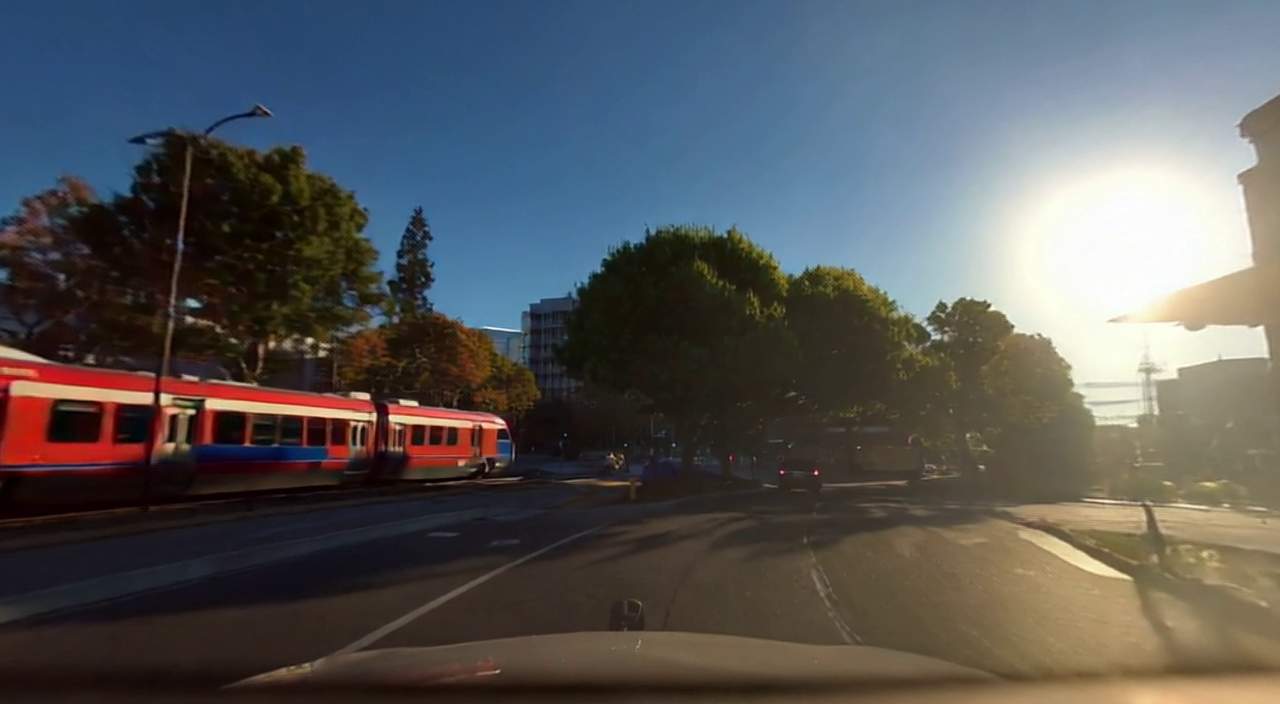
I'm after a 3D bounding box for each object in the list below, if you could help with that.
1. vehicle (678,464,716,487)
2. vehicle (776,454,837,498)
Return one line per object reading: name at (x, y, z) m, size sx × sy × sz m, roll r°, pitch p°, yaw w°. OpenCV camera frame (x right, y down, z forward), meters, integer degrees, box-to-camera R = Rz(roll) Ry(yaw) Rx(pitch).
vehicle at (4.325, 9.253, 47.636) m, size 2.042 × 1.531 × 4.403 m, roll -3°, pitch -9°, yaw 16°
vehicle at (7.557, 5.471, 28.330) m, size 2.263 × 1.765 × 4.237 m, roll -3°, pitch -9°, yaw 19°
